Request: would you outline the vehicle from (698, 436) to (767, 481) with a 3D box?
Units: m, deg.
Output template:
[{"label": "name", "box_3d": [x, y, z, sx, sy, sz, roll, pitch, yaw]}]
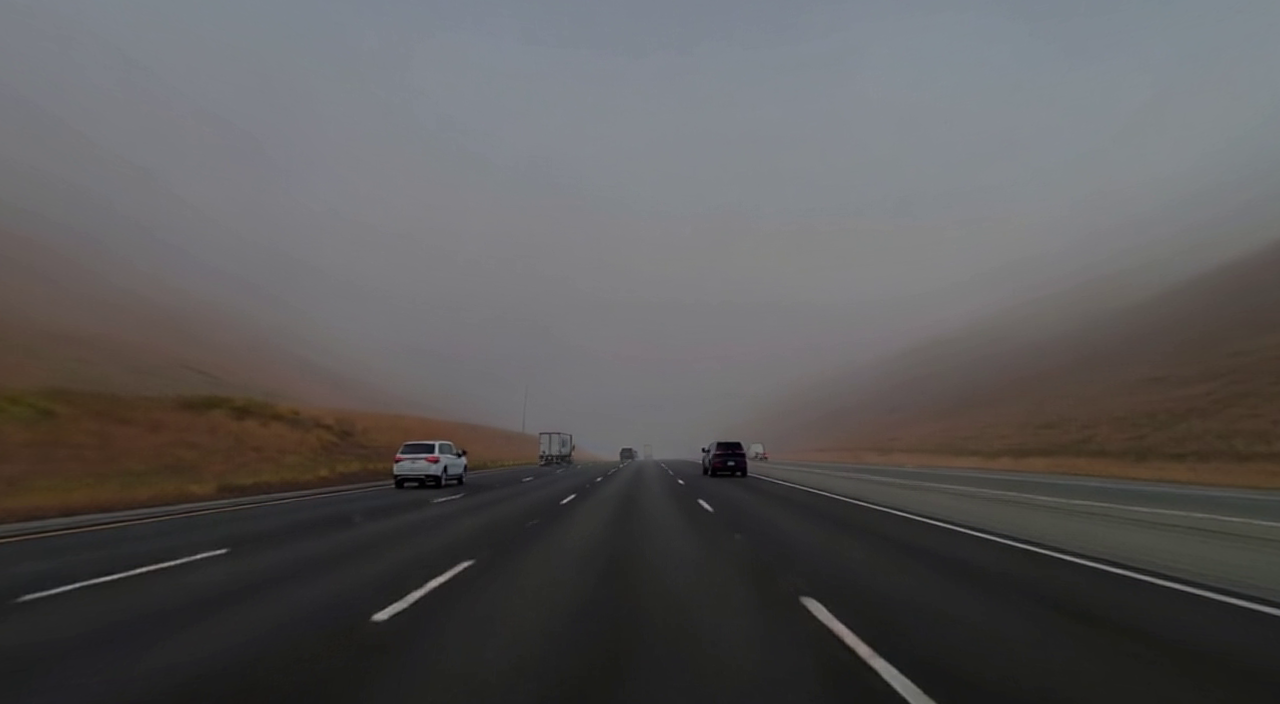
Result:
[{"label": "vehicle", "box_3d": [3.901, 4.602, 27.399, 2.231, 1.789, 4.700, 0, -9, 0]}]

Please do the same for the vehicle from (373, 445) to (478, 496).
[{"label": "vehicle", "box_3d": [-7.223, 4.023, 21.842, 1.935, 1.550, 4.883, 0, -9, 0]}]
